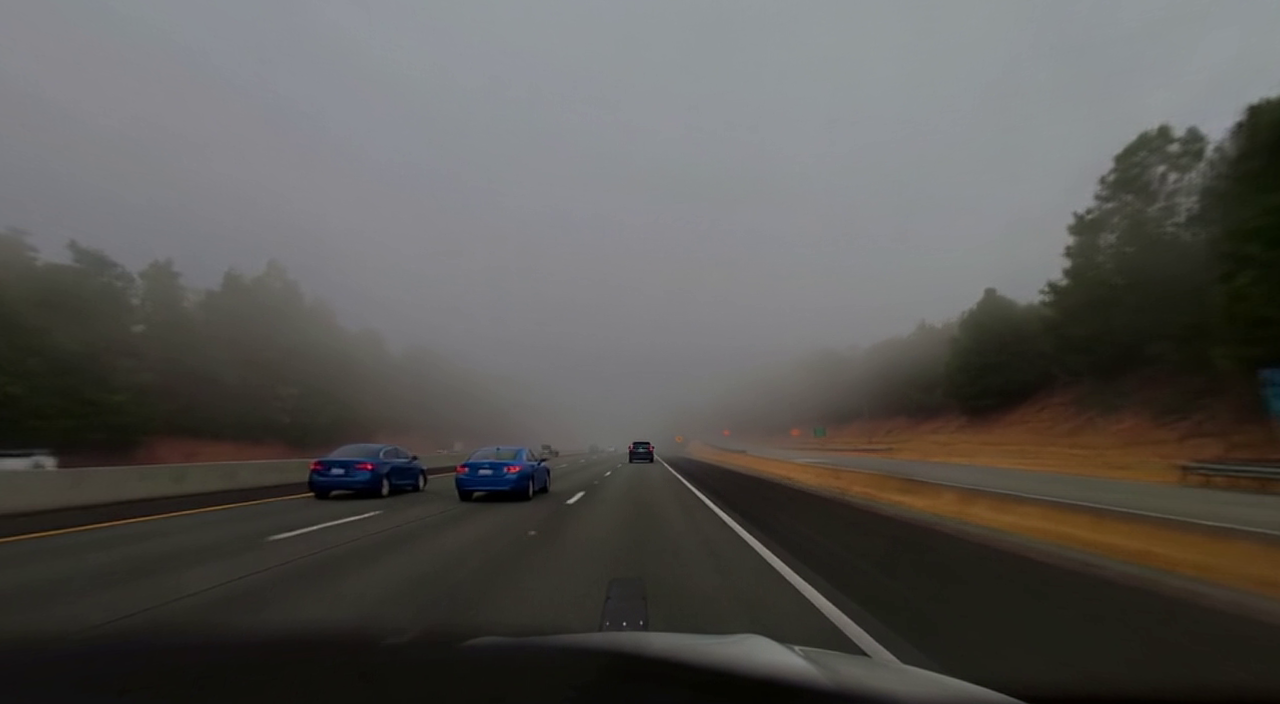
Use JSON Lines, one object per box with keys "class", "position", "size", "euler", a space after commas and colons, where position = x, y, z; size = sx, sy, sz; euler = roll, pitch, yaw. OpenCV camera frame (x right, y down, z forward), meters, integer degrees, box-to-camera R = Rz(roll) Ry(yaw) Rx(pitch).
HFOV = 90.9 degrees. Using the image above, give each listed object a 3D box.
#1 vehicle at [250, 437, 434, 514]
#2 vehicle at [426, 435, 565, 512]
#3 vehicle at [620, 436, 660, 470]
{"class": "vehicle", "position": [-6.778, 2.843, 15.059], "size": [2.009, 1.519, 4.697], "euler": [-1, -9, 1]}
{"class": "vehicle", "position": [-3.336, 2.920, 15.756], "size": [2.139, 1.589, 5.102], "euler": [-1, -9, 2]}
{"class": "vehicle", "position": [0.060, 6.297, 39.516], "size": [2.309, 1.915, 5.130], "euler": [-1, -9, 1]}
